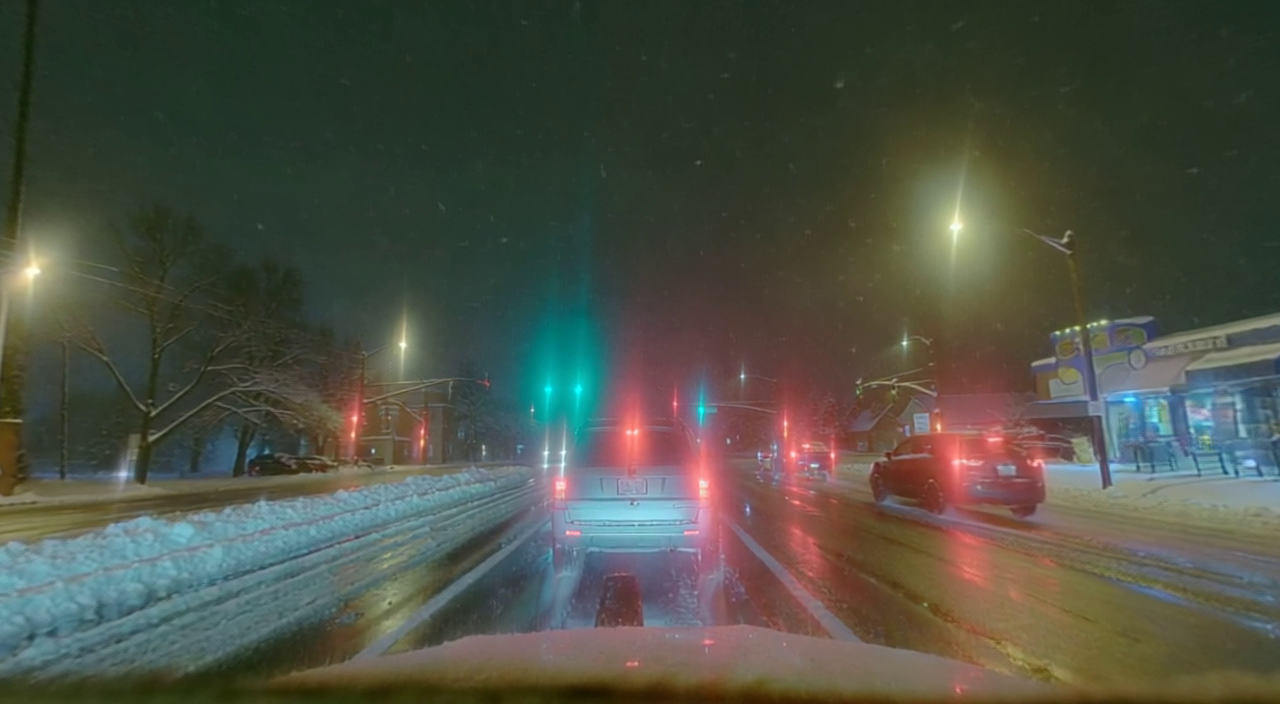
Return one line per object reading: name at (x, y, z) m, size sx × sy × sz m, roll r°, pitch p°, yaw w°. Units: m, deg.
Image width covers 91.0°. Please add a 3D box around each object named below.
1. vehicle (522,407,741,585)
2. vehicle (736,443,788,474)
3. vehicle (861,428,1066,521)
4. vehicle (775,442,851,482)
vehicle at (-0.065, 1.688, 8.114) m, size 2.115 × 1.700 × 3.901 m, roll 0°, pitch -8°, yaw 1°
vehicle at (6.254, 5.455, 32.631) m, size 1.961 × 1.477 × 4.454 m, roll 0°, pitch -9°, yaw 2°
vehicle at (6.679, 2.566, 13.752) m, size 2.072 × 1.652 × 4.611 m, roll 0°, pitch -8°, yaw 1°
vehicle at (6.844, 4.398, 25.415) m, size 1.833 × 1.452 × 4.237 m, roll 0°, pitch -8°, yaw -1°
